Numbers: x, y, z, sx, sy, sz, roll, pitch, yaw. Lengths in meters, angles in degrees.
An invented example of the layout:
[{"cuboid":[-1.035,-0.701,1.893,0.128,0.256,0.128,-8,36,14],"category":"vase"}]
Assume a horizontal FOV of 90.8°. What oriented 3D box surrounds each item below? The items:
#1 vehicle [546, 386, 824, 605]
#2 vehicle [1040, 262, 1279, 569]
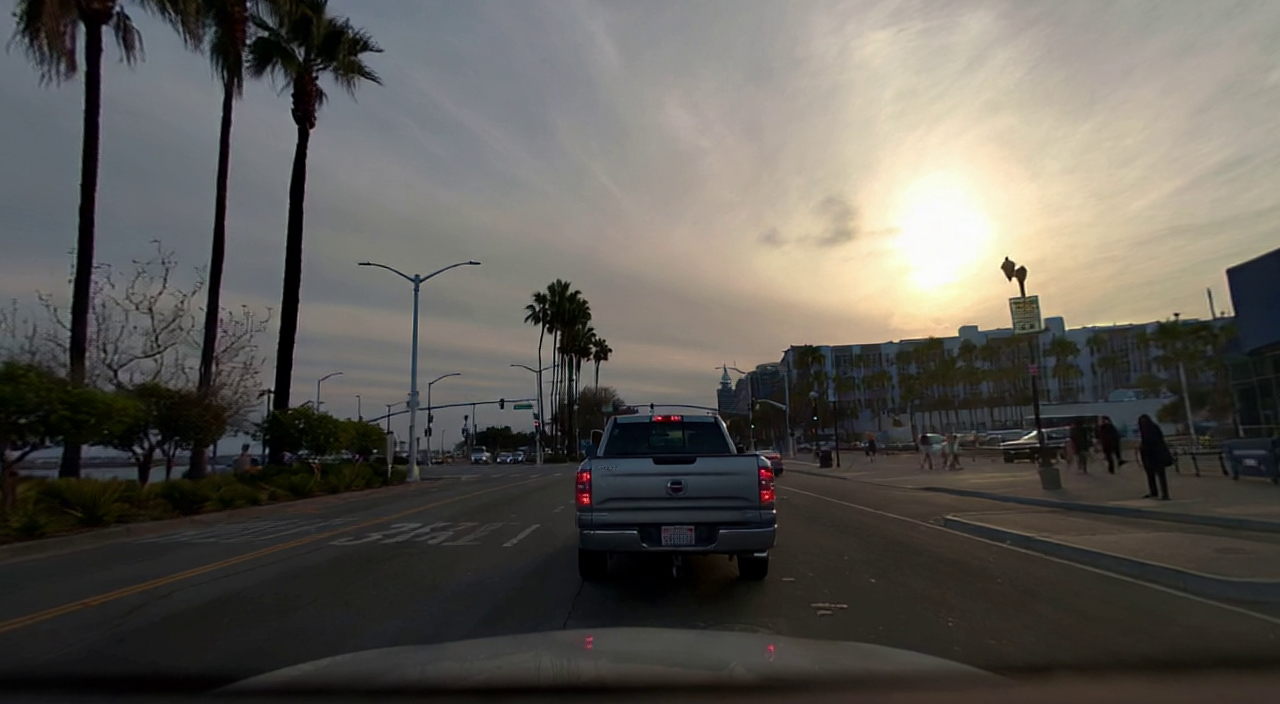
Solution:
[{"cuboid":[0.406,1.589,7.986,2.311,1.819,5.255,0,-8,1],"category":"vehicle"},{"cuboid":[7.918,0.892,8.610,2.666,3.345,3.622,-1,-9,8],"category":"vehicle"}]
